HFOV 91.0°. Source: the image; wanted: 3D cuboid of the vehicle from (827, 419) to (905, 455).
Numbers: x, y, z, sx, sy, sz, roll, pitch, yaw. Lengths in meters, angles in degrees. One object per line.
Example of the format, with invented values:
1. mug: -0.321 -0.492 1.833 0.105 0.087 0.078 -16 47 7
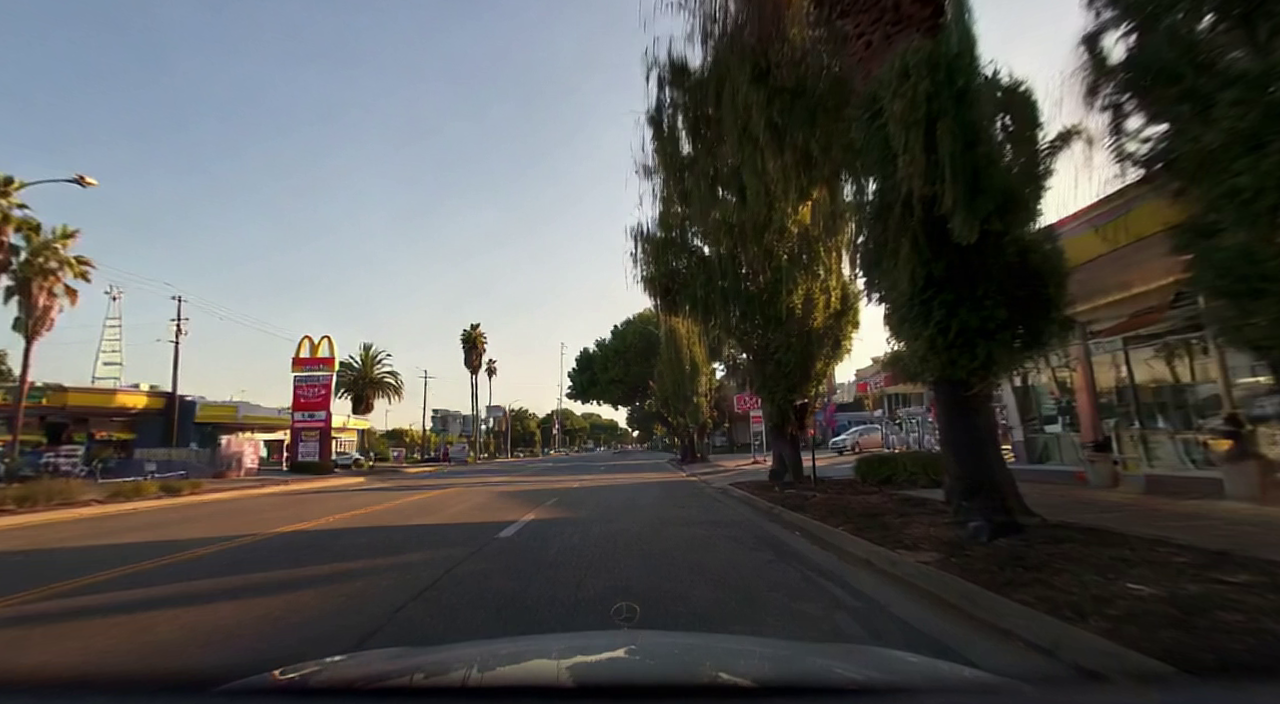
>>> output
1. vehicle: 16.047 6.048 44.603 5.529 2.395 2.399 6 -10 -35
